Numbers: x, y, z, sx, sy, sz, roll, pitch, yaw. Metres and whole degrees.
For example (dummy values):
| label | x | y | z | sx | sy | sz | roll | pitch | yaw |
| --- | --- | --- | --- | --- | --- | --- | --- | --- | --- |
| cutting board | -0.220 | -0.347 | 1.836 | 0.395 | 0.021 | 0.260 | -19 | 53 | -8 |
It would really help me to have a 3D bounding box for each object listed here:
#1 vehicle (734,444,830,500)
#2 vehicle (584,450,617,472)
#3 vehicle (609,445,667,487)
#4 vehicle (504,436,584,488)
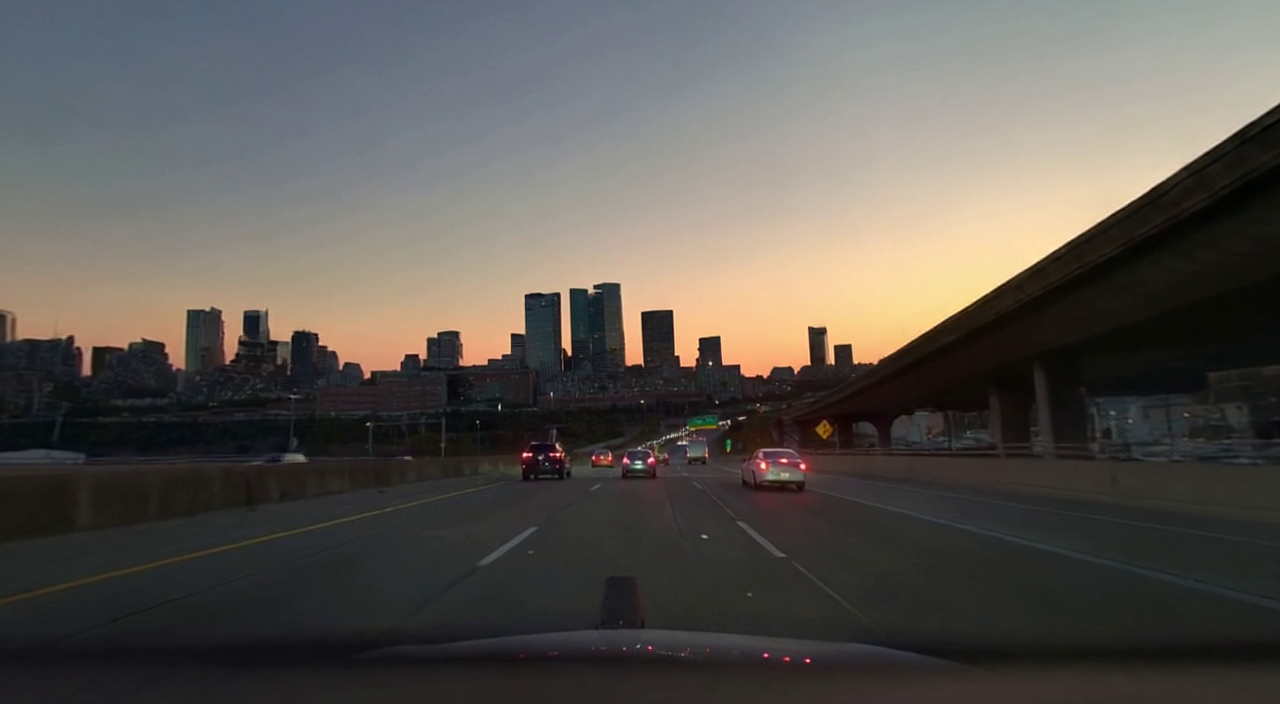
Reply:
| label | x | y | z | sx | sy | sz | roll | pitch | yaw |
| --- | --- | --- | --- | --- | --- | --- | --- | --- | --- |
| vehicle | 4.164 | 3.582 | 19.193 | 1.974 | 1.490 | 3.994 | 0 | -9 | 0 |
| vehicle | -2.790 | 7.775 | 44.979 | 1.868 | 1.431 | 4.055 | 0 | -9 | 3 |
| vehicle | -0.015 | 4.415 | 24.713 | 2.089 | 1.493 | 3.964 | 0 | -8 | 1 |
| vehicle | -3.640 | 4.269 | 24.828 | 2.142 | 1.819 | 4.648 | 0 | -9 | 3 |
